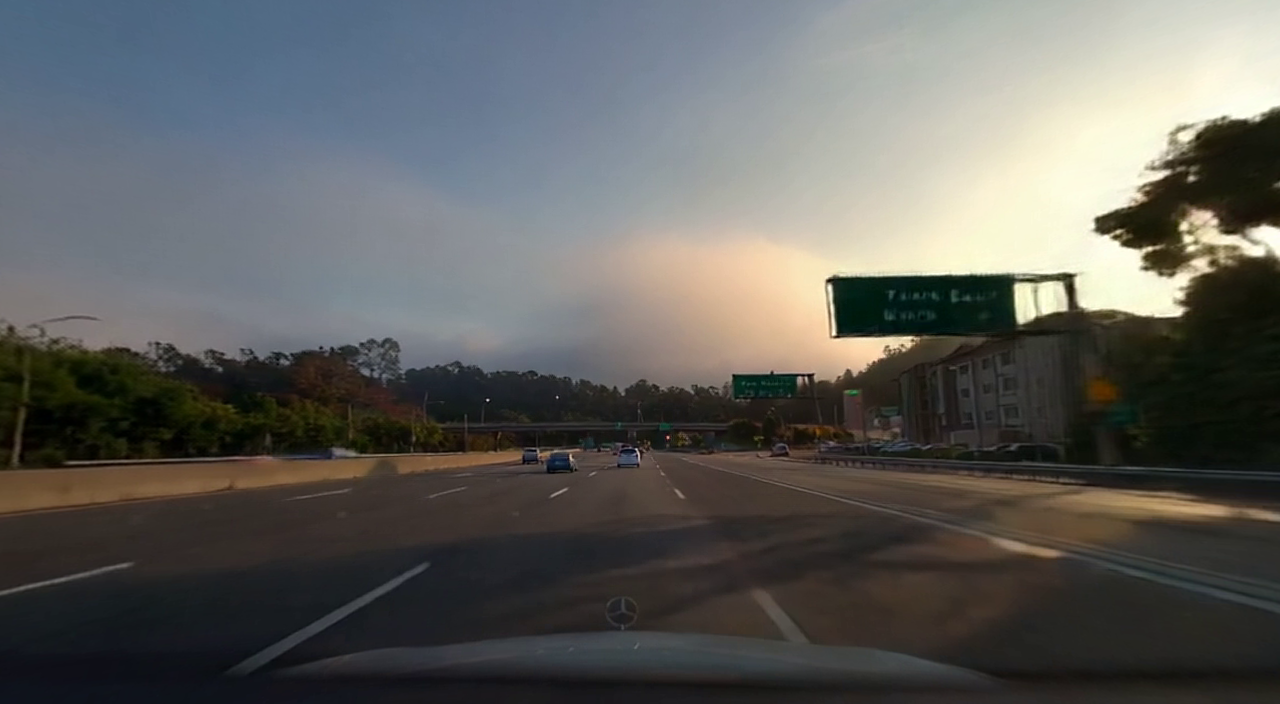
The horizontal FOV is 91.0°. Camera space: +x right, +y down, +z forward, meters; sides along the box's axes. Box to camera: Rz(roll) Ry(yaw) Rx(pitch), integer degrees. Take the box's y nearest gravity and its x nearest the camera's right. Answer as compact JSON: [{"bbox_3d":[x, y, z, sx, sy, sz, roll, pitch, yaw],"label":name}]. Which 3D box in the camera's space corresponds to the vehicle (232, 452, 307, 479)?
[{"bbox_3d":[-22.374,6.830,38.243,1.923,1.488,4.300,0,-9,0],"label":"vehicle"}]

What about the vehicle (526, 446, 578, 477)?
[{"bbox_3d":[-4.605,5.821,33.711,2.071,1.553,4.388,0,-9,1],"label":"vehicle"}]

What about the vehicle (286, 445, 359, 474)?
[{"bbox_3d":[-18.555,6.281,37.039,2.024,1.594,4.333,0,-9,0],"label":"vehicle"}]

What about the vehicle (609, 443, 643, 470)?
[{"bbox_3d":[-0.896,6.997,42.162,2.102,1.692,4.057,0,-9,1],"label":"vehicle"}]
